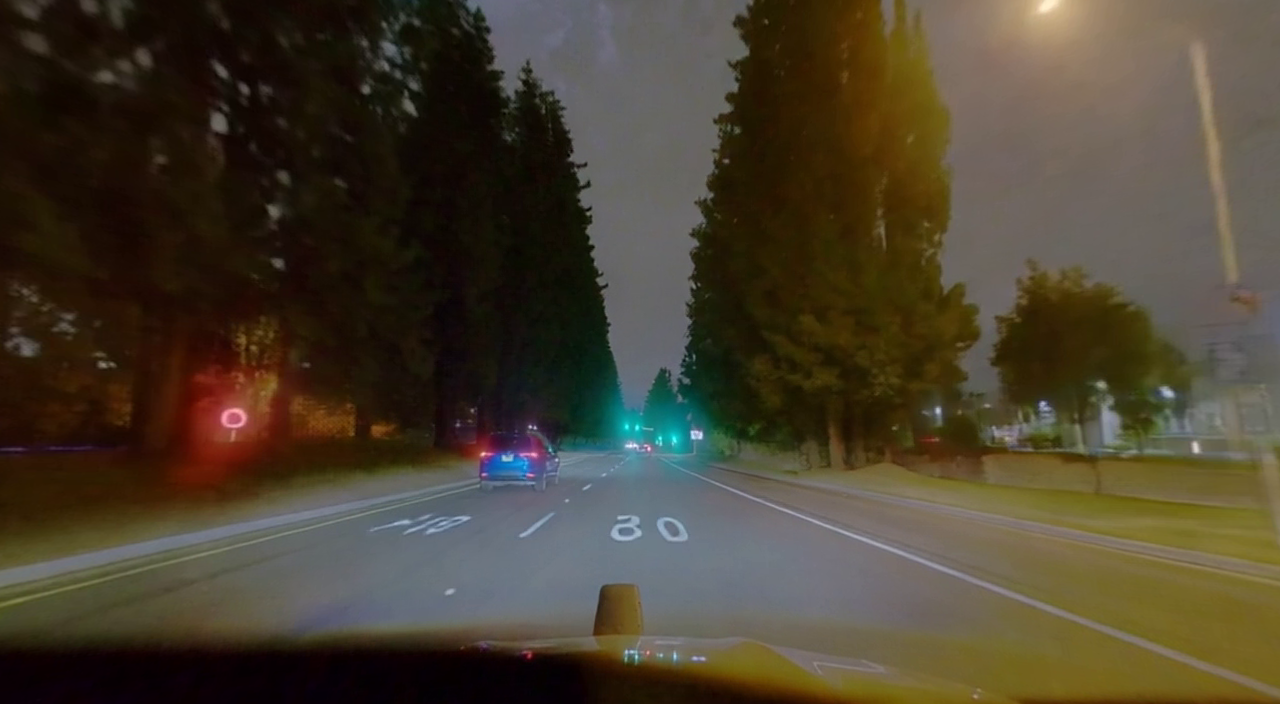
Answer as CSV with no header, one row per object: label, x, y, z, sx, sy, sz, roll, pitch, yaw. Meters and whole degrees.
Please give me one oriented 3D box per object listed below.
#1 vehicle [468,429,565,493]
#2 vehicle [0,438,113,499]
vehicle,-3.659,3.326,19.571,2.078,1.748,4.279,0,-8,0
vehicle,-25.831,4.590,25.152,2.691,2.305,8.031,0,-8,1
